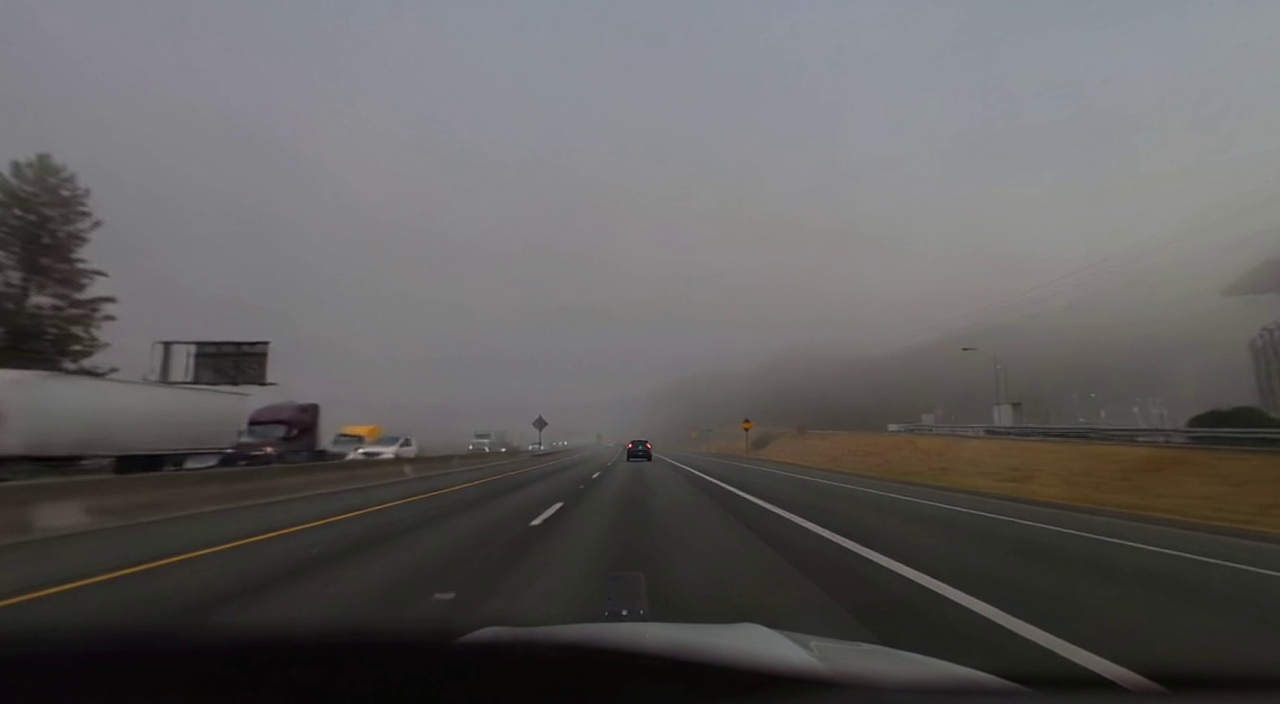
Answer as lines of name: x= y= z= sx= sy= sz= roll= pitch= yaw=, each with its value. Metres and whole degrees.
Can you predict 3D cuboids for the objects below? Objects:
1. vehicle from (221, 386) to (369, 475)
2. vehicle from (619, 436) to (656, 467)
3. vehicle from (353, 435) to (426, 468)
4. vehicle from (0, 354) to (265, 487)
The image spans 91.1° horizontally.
vehicle: x=-17.460 y=4.156 z=32.718 sx=2.993 sy=3.993 sz=8.266 roll=0 pitch=-8 yaw=0
vehicle: x=-0.177 y=5.811 z=36.834 sx=2.029 sy=1.666 sz=4.064 roll=0 pitch=-8 yaw=-1
vehicle: x=-13.589 y=5.420 z=34.464 sx=1.987 sy=1.655 sz=4.982 roll=0 pitch=-8 yaw=0
vehicle: x=-21.838 y=3.075 z=25.997 sx=3.278 sy=4.147 sz=15.225 roll=0 pitch=-8 yaw=0
